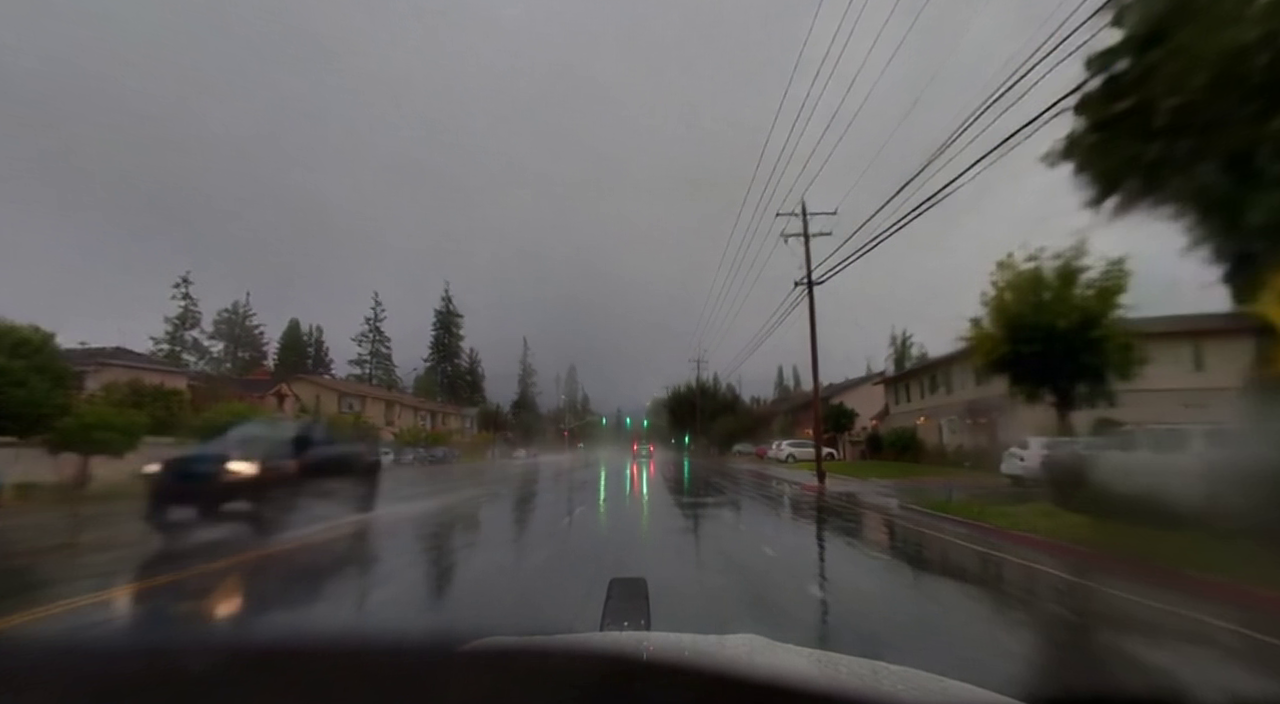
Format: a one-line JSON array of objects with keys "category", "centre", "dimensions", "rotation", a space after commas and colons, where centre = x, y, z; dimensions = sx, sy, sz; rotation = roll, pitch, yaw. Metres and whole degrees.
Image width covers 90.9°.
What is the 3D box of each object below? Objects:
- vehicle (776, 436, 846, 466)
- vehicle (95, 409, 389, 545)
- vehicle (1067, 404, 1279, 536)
[{"category": "vehicle", "centre": [12.115, 7.056, 44.975], "dimensions": [4.305, 1.997, 2.453], "rotation": [0, -9, 1]}, {"category": "vehicle", "centre": [-6.739, 2.180, 11.553], "dimensions": [2.273, 1.952, 4.599], "rotation": [0, -9, 1]}, {"category": "vehicle", "centre": [11.176, 2.147, 11.788], "dimensions": [2.392, 2.063, 5.213], "rotation": [0, -9, -5]}]
